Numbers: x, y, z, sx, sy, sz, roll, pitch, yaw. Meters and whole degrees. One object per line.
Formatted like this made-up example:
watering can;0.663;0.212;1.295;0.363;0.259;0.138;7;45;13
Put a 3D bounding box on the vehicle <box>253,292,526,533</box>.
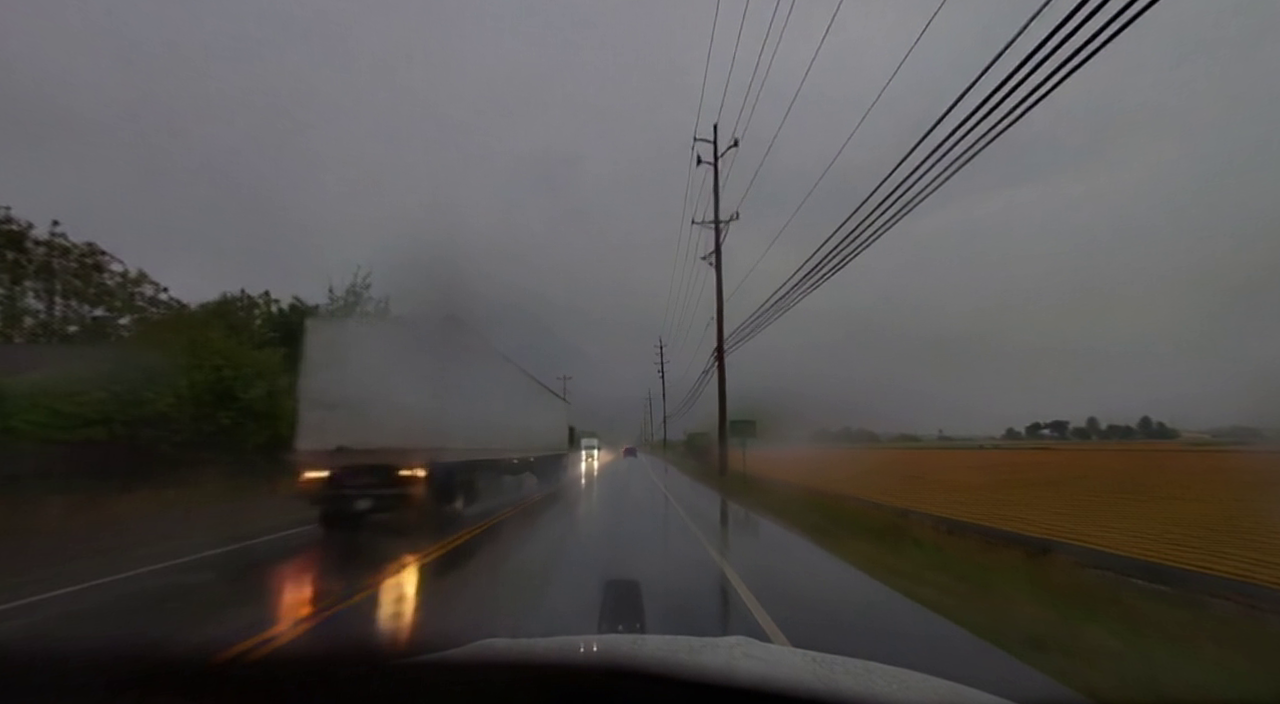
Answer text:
vehicle;-4.774;1.465;13.816;3.544;4.103;5.897;-1;-10;-1
